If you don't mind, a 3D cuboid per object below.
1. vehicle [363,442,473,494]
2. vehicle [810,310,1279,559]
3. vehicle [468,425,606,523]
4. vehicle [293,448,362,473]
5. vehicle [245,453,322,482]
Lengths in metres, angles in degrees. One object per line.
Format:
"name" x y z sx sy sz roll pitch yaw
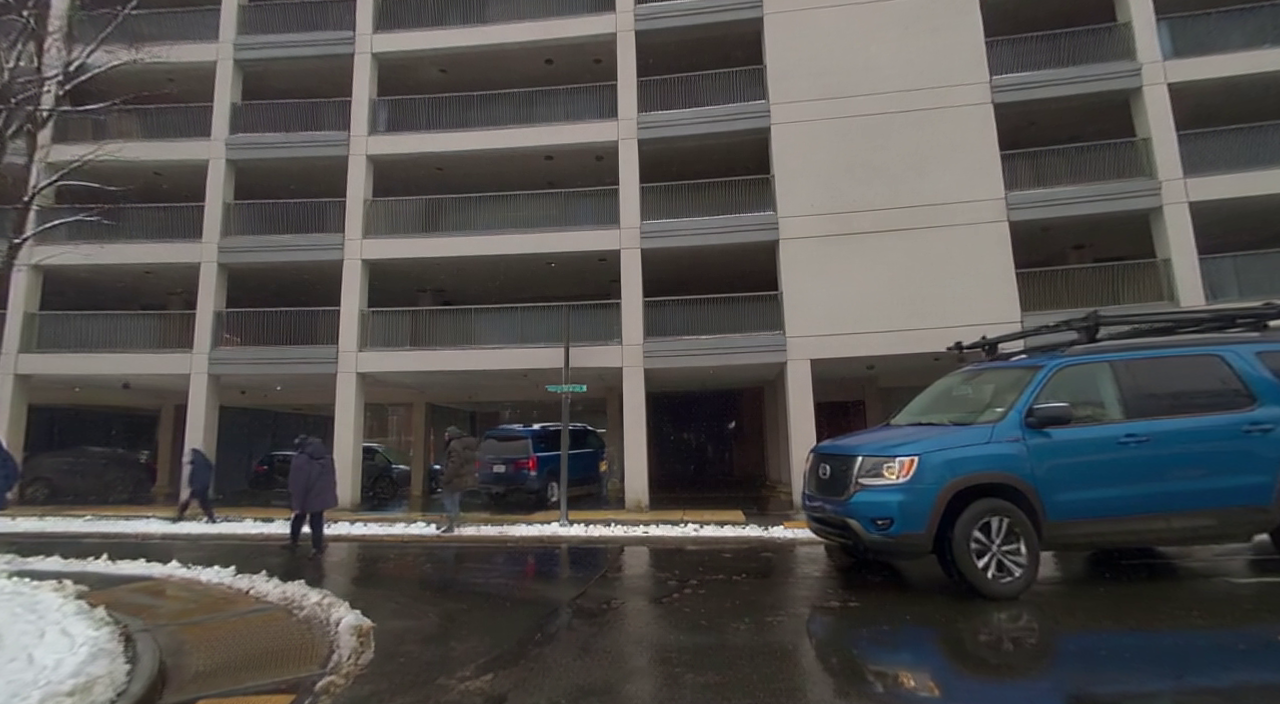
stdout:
"vehicle" -8.155 4.268 23.675 2.395 1.719 4.549 0 -8 1
"vehicle" 6.074 1.065 8.263 6.932 2.753 2.446 0 -8 1
"vehicle" -1.947 2.487 13.356 2.144 1.733 4.115 0 -8 1
"vehicle" -19.884 6.935 40.310 3.692 1.509 1.803 3 -9 -20
"vehicle" -19.434 6.296 34.516 3.467 1.456 1.649 4 -9 -24
